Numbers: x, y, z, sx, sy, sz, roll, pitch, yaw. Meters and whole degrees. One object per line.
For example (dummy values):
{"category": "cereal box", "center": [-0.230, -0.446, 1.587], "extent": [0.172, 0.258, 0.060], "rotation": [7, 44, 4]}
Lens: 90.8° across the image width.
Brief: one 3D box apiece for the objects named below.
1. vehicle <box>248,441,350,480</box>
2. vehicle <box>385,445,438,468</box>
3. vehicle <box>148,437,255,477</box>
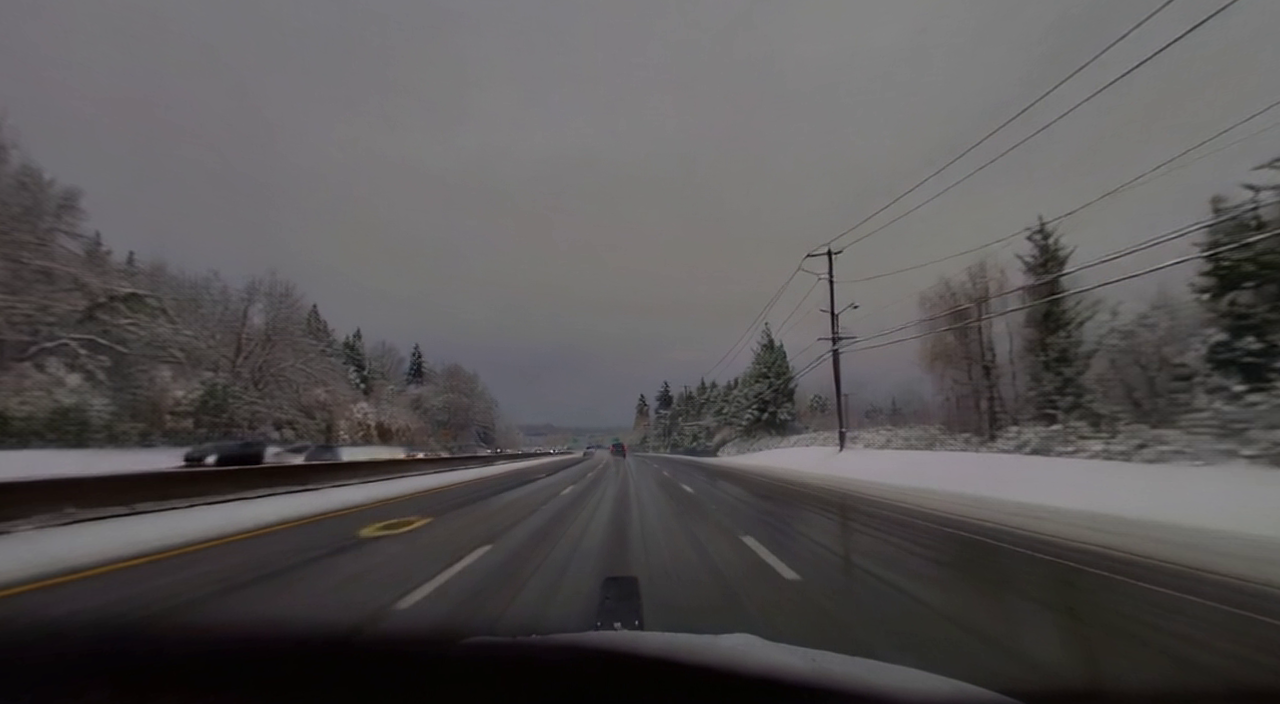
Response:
{"category": "vehicle", "center": [-14.346, 4.576, 26.917], "extent": [1.948, 1.531, 4.456], "rotation": [0, -9, -1]}
{"category": "vehicle", "center": [-15.048, 6.910, 41.930], "extent": [1.914, 1.477, 4.524], "rotation": [0, -9, -1]}
{"category": "vehicle", "center": [-18.540, 4.446, 26.934], "extent": [1.778, 1.562, 3.903], "rotation": [0, -9, -1]}
